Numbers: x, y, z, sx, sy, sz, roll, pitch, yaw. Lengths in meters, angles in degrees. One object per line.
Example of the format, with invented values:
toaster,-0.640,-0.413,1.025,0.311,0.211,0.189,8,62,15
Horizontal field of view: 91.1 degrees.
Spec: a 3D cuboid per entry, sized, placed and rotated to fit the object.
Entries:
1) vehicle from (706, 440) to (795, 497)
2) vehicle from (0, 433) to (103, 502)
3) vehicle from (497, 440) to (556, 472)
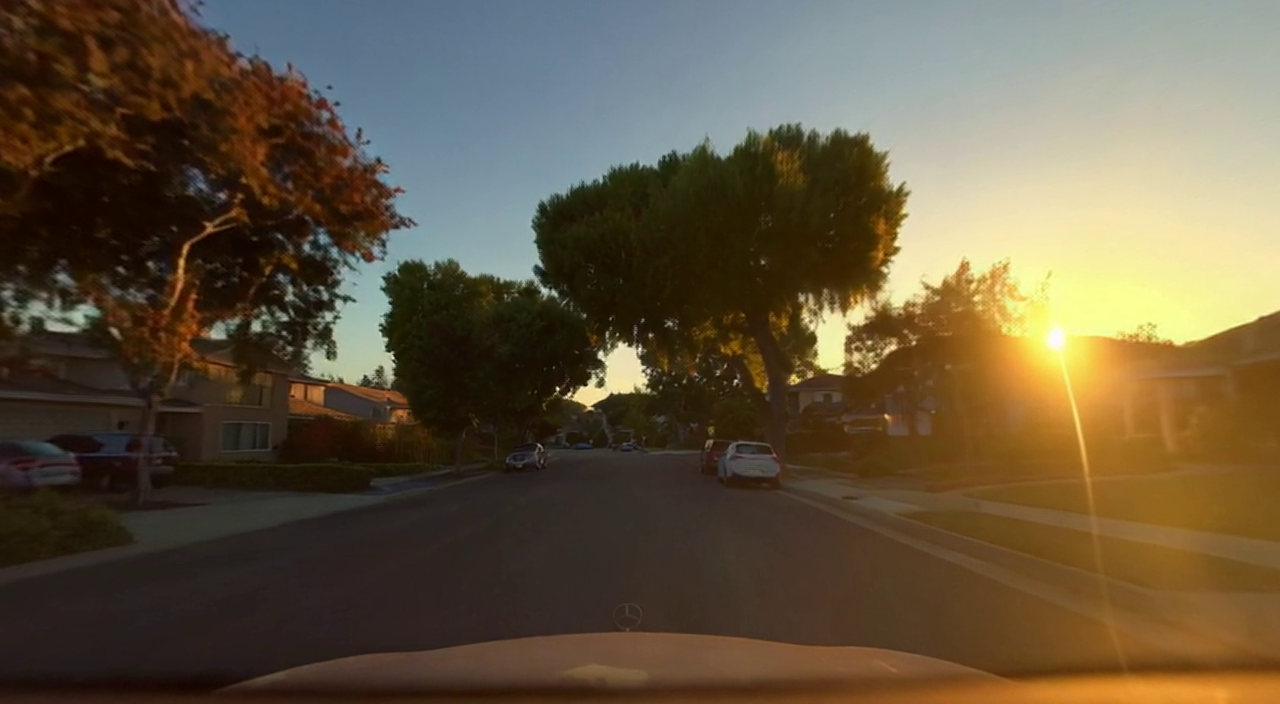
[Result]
vehicle,3.099,3.350,18.672,2.088,1.429,4.796,-1,-8,4
vehicle,-15.666,2.687,14.891,4.344,1.483,1.928,-1,-8,8
vehicle,-5.996,5.612,33.700,1.943,1.433,4.717,-6,-11,4
